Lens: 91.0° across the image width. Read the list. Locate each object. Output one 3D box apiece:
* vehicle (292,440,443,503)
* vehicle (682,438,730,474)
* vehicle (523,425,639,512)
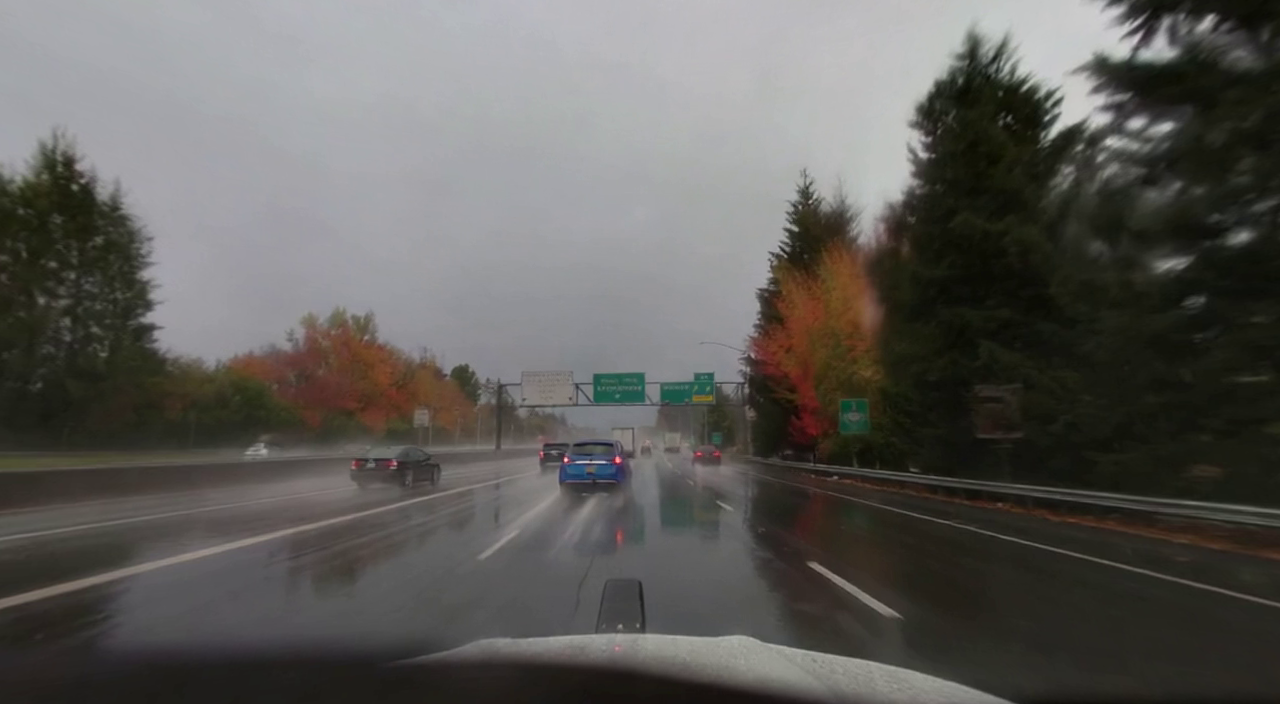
[{"bbox_3d":[-7.379,3.256,17.692,2.057,1.496,4.661,0,-9,1],"label":"vehicle"},{"bbox_3d":[3.499,5.636,34.257,2.193,1.778,4.488,0,-9,1],"label":"vehicle"},{"bbox_3d":[-1.220,2.739,15.236,2.101,1.742,4.495,0,-9,3],"label":"vehicle"}]
